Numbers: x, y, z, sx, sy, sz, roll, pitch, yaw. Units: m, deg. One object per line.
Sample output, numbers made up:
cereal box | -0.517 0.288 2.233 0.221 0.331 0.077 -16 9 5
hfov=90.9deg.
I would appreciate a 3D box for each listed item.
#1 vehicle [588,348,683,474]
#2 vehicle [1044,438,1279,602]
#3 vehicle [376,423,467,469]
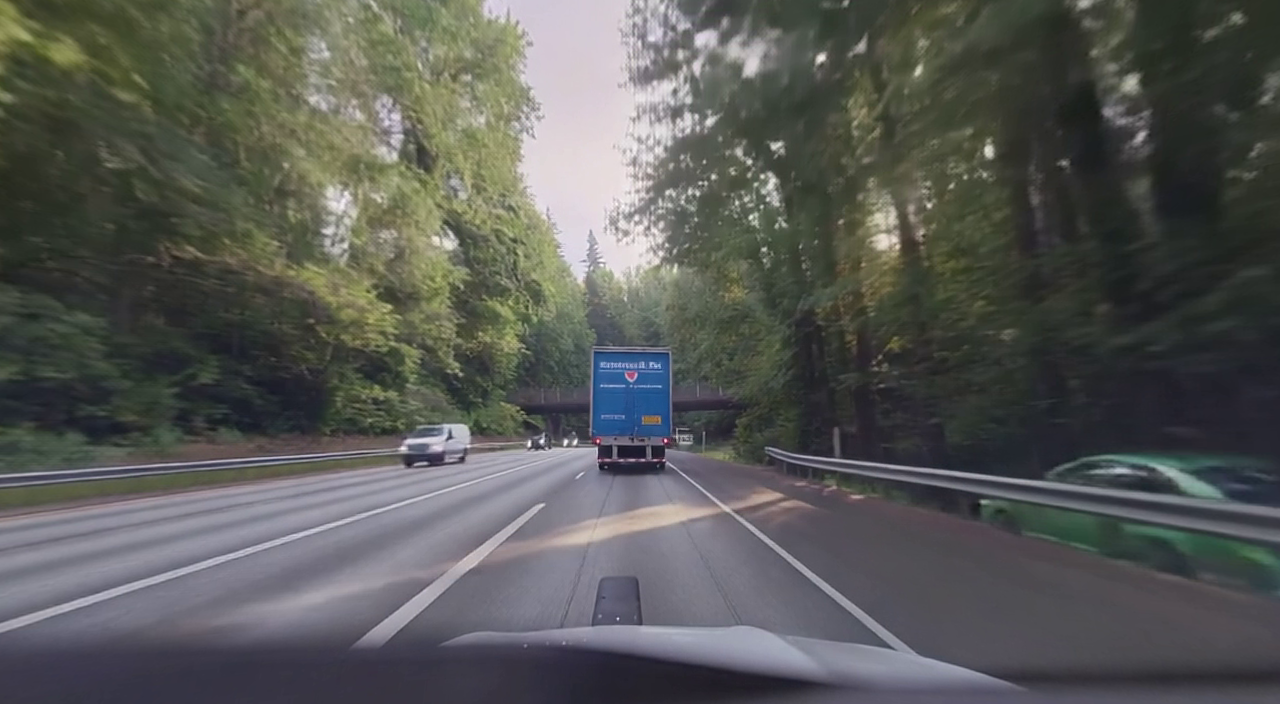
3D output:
vehicle | -0.393 2.452 24.443 2.895 3.861 10.213 0 -8 -3
vehicle | 7.714 2.039 8.210 2.050 1.637 4.397 3 -7 1
vehicle | -8.437 3.671 24.751 2.081 1.613 4.273 0 -8 0
